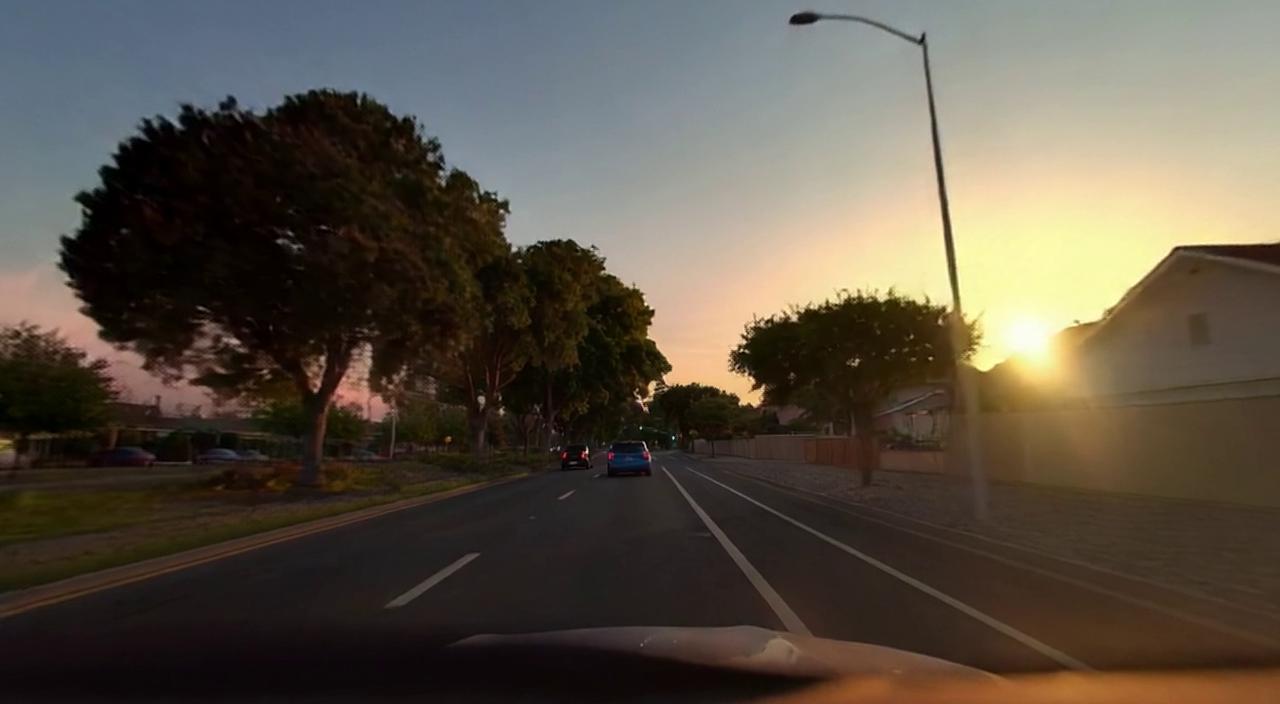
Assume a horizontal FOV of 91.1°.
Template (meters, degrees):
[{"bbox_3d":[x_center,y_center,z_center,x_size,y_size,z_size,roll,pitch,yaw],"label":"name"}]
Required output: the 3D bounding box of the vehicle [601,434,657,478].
[{"bbox_3d":[-0.412,4.441,26.991,2.220,1.742,4.047,0,-8,0],"label":"vehicle"}]

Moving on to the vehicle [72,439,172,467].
[{"bbox_3d":[-33.024,6.471,40.127,4.564,1.717,1.977,0,-9,-1],"label":"vehicle"}]

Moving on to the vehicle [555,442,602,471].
[{"bbox_3d":[-3.266,5.671,34.338,2.032,1.433,4.458,0,-8,1],"label":"vehicle"}]
